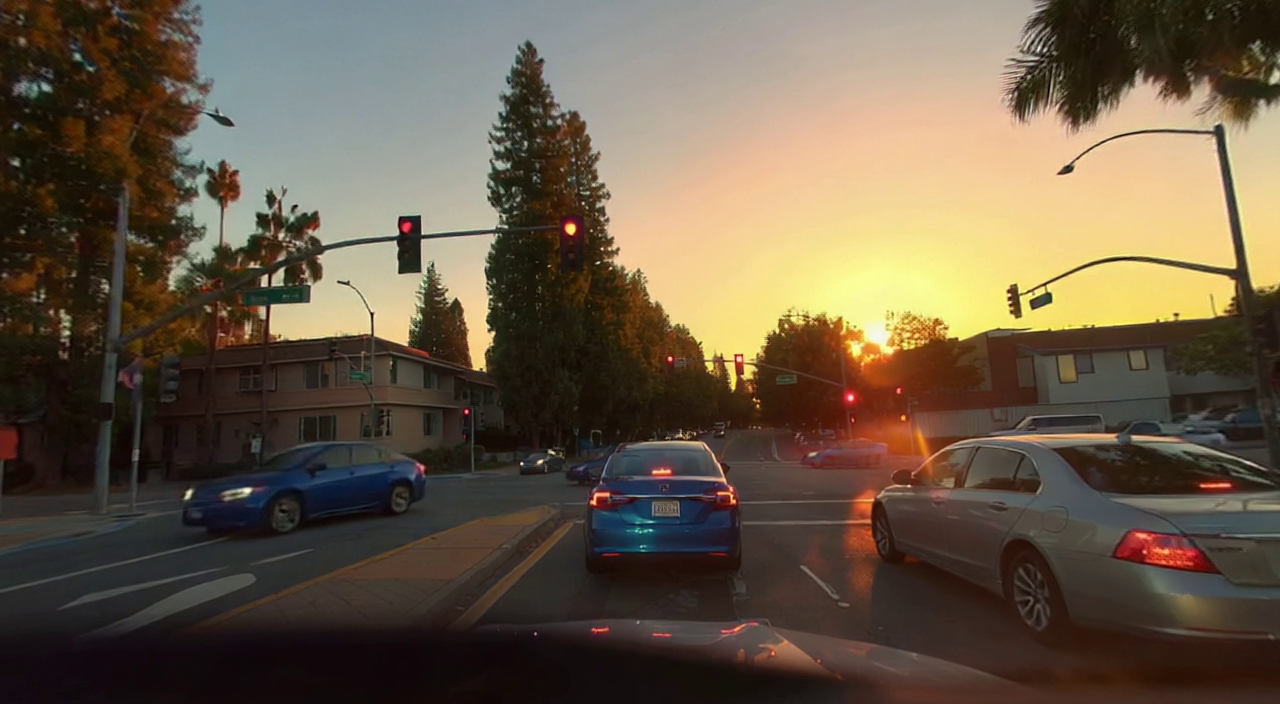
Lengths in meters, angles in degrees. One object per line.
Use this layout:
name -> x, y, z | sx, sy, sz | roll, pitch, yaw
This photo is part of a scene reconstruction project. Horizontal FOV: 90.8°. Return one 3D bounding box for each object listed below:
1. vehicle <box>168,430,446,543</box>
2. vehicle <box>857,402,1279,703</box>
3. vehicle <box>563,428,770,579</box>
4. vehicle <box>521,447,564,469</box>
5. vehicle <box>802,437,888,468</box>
vehicle -> -6.325, 2.569, 12.842 | 1.988, 1.799, 4.789 | -4, -9, 20
vehicle -> 3.663, 1.337, 5.430 | 1.888, 1.486, 4.681 | 0, -9, -1
vehicle -> 0.307, 1.819, 8.333 | 2.090, 1.505, 3.756 | -1, -9, 1
vehicle -> -6.916, 7.588, 45.315 | 2.093, 1.476, 4.278 | -1, -9, 4
vehicle -> 11.535, 5.661, 35.607 | 4.240, 1.615, 1.936 | -6, -10, 31
